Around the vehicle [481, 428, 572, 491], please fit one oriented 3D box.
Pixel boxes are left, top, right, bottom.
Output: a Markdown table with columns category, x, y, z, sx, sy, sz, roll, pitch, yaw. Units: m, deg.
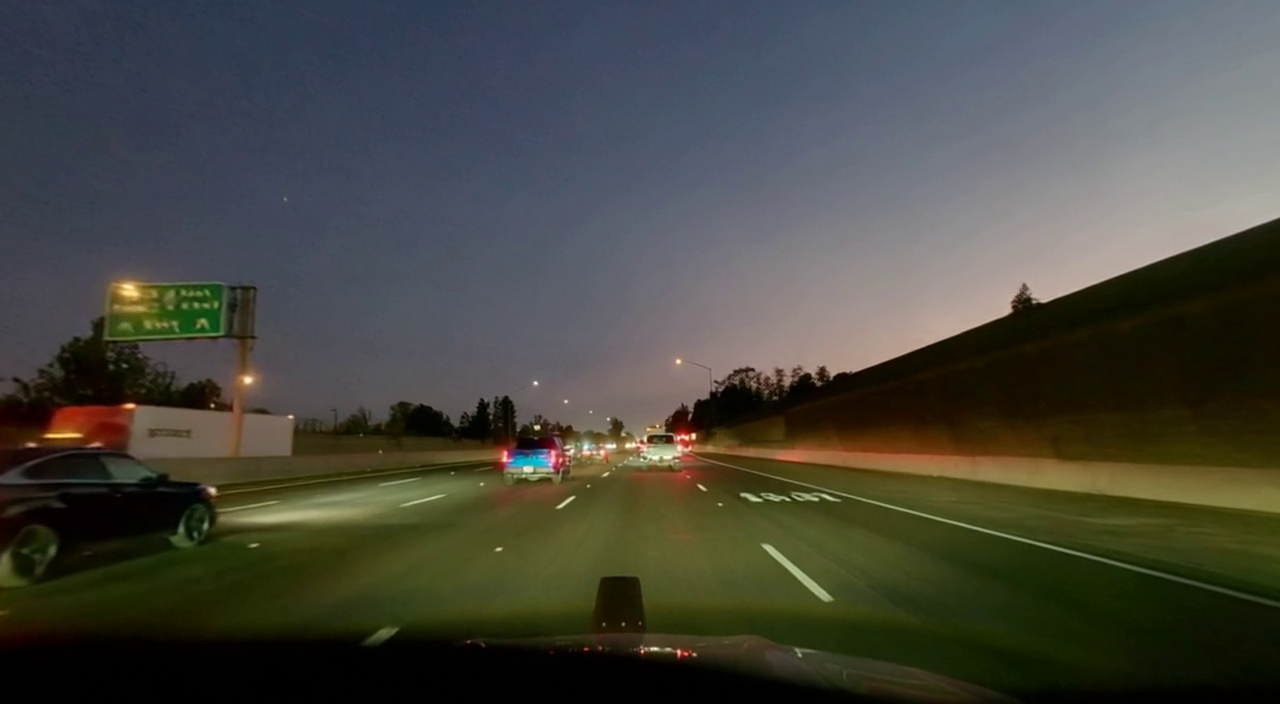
| category | x | y | z | sx | sy | sz | roll | pitch | yaw |
| --- | --- | --- | --- | --- | --- | --- | --- | --- | --- |
| vehicle | -3.598 | 3.528 | 21.030 | 1.954 | 1.792 | 5.187 | 0 | -9 | 1 |

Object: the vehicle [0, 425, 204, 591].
| category | x | y | z | sx | sy | sz | roll | pitch | yaw |
| --- | --- | --- | --- | --- | --- | --- | --- | --- | --- |
| vehicle | -7.247 | 1.538 | 6.230 | 1.978 | 1.597 | 5.358 | 0 | -8 | 1 |

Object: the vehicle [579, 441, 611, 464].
| category | x | y | z | sx | sy | sz | roll | pitch | yaw |
| --- | --- | --- | --- | --- | --- | --- | --- | --- | --- |
| vehicle | -3.301 | 7.480 | 47.096 | 1.961 | 1.591 | 4.756 | 0 | -8 | 1 |

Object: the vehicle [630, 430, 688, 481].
| category | x | y | z | sx | sy | sz | roll | pitch | yaw |
| --- | --- | --- | --- | --- | --- | --- | --- | --- | --- |
| vehicle | 0.740 | 4.085 | 25.151 | 2.083 | 1.792 | 4.782 | 0 | -8 | 1 |
